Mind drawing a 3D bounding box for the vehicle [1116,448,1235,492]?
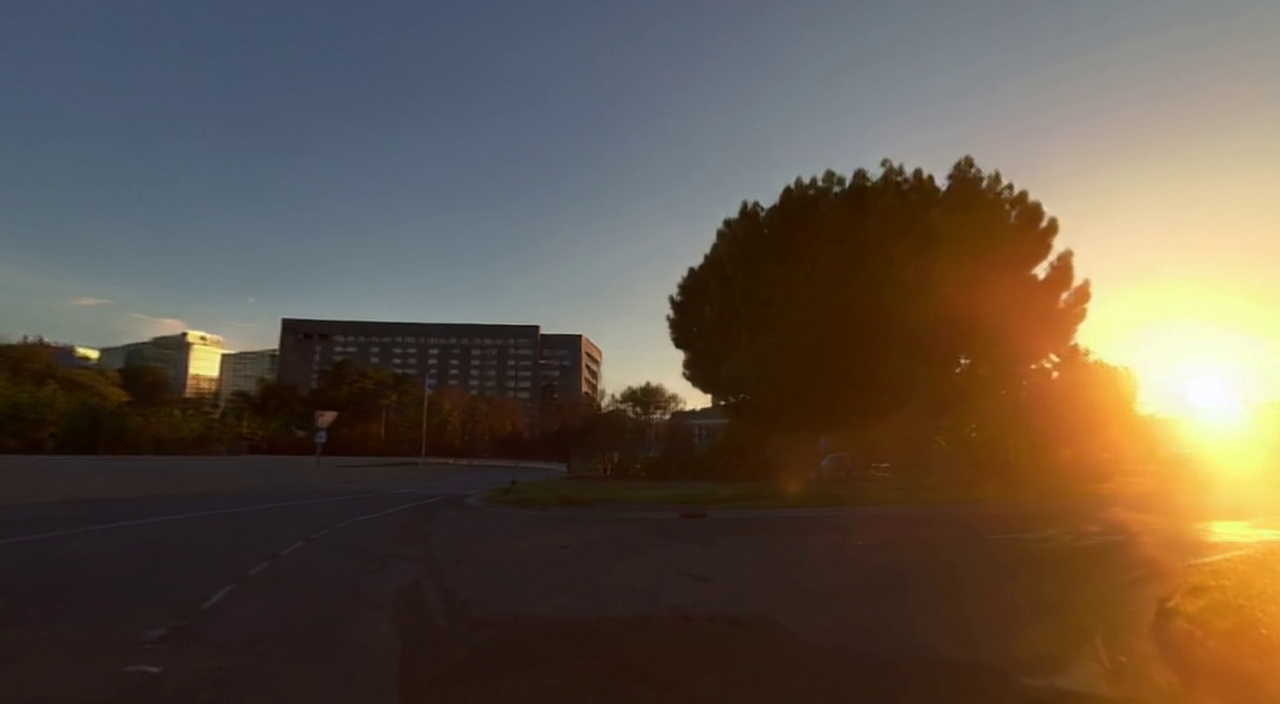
[{"bbox_3d":[21.629,4.838,25.681,1.944,1.608,3.715,-1,-12,10],"label":"vehicle"}]
